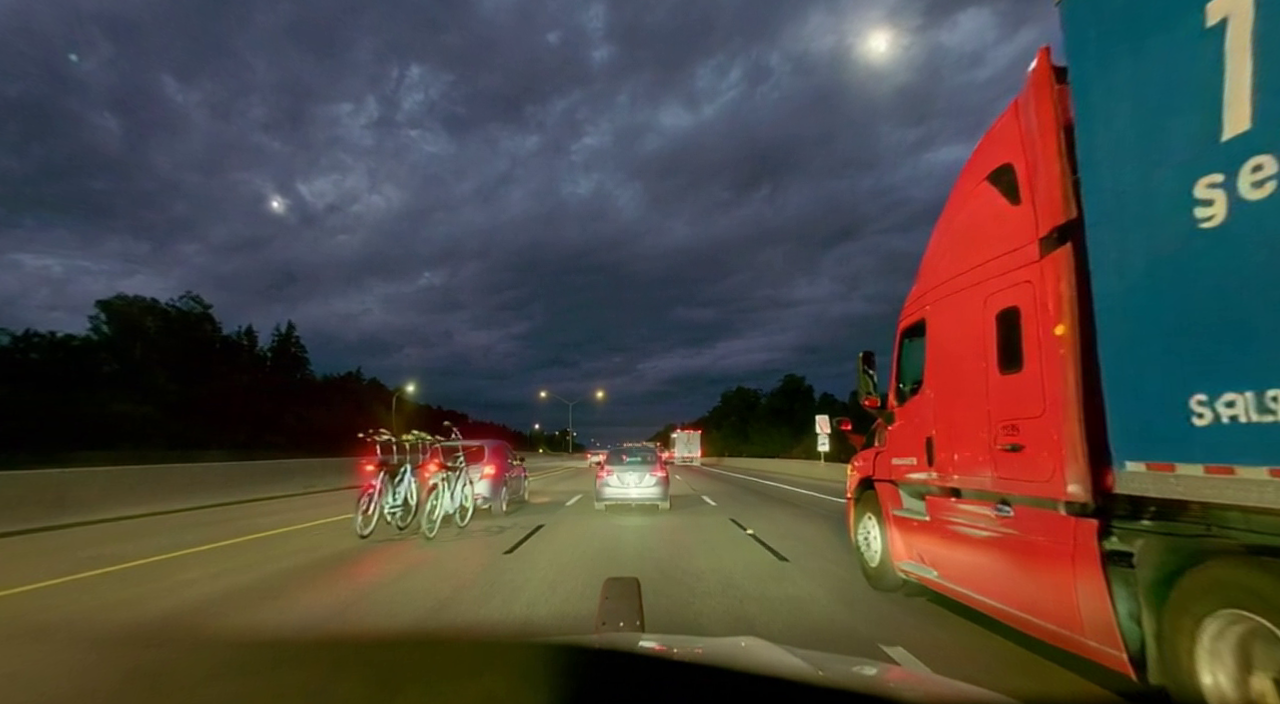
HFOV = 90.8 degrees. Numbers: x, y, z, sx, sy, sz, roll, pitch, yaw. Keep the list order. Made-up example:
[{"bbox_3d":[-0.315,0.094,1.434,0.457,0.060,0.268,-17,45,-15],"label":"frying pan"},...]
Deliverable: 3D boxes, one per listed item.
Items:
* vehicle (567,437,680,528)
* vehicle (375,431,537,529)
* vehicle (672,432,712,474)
[{"bbox_3d":[-0.291,2.579,12.896,1.973,1.574,3.426,0,-9,0],"label":"vehicle"},{"bbox_3d":[-3.562,2.585,13.267,1.985,1.671,4.604,0,-9,0],"label":"vehicle"},{"bbox_3d":[3.475,6.955,43.634,2.234,2.679,5.372,0,-9,-1],"label":"vehicle"}]
